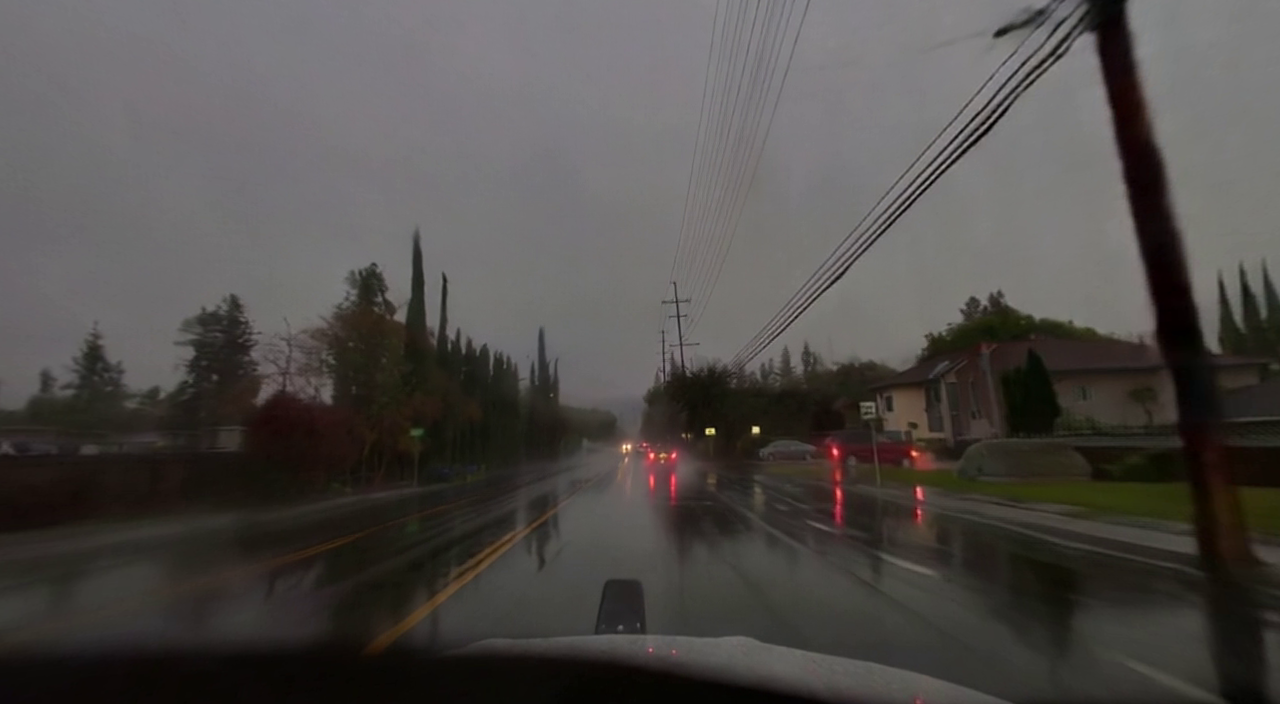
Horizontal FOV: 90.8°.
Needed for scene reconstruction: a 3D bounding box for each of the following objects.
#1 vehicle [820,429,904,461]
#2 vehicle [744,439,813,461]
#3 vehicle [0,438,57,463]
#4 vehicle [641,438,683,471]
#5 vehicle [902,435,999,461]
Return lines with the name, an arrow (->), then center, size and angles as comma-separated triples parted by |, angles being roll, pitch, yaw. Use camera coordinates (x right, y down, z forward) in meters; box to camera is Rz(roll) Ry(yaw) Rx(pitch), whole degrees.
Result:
vehicle -> 14.686, 6.183, 41.966 | 4.635, 2.026, 2.258 | 1, -9, -11
vehicle -> 9.894, 7.043, 45.387 | 4.511, 1.473, 1.962 | 1, -8, -2
vehicle -> -40.585, 6.339, 40.747 | 4.127, 1.528, 1.708 | -1, -8, 0
vehicle -> 1.037, 5.131, 31.769 | 1.975, 1.497, 3.647 | 0, -9, 0
vehicle -> 19.260, 5.990, 39.334 | 4.869, 1.477, 2.076 | -1, -9, 2
